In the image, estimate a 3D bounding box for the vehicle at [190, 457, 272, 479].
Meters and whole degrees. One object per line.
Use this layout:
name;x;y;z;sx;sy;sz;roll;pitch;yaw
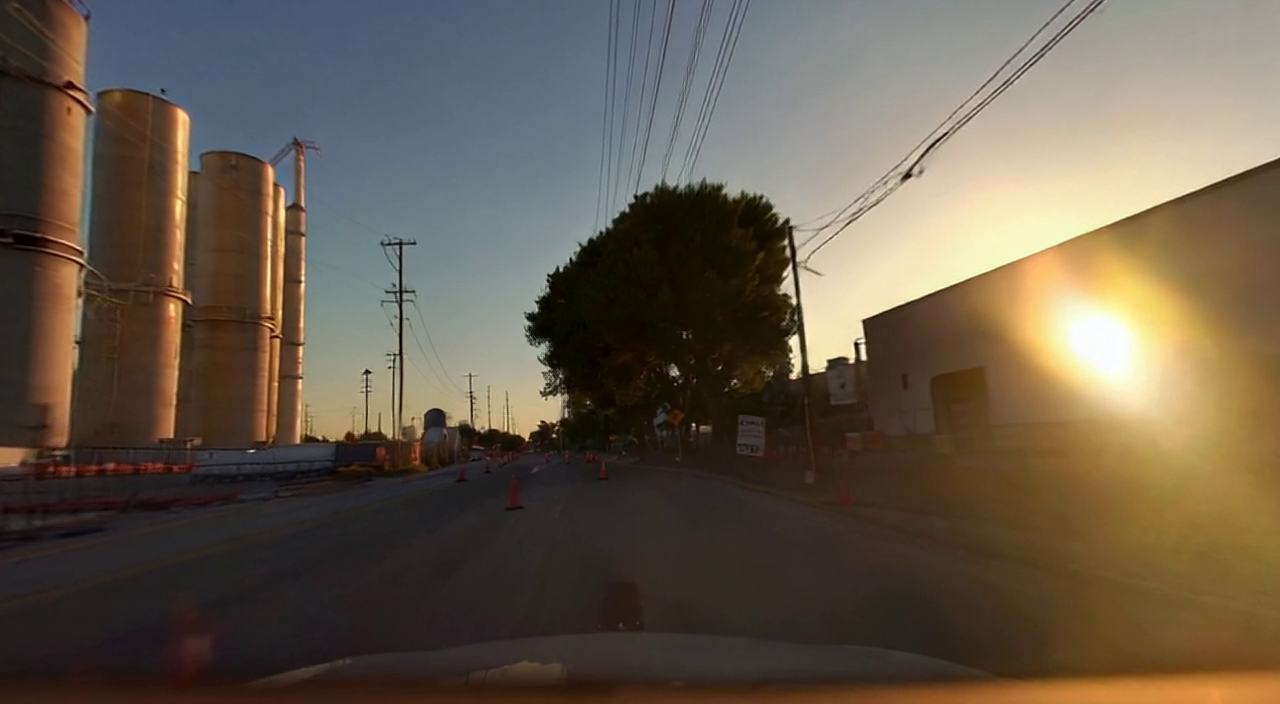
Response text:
vehicle;-27.852;7.902;43.108;4.184;1.411;1.855;1;-9;-7
